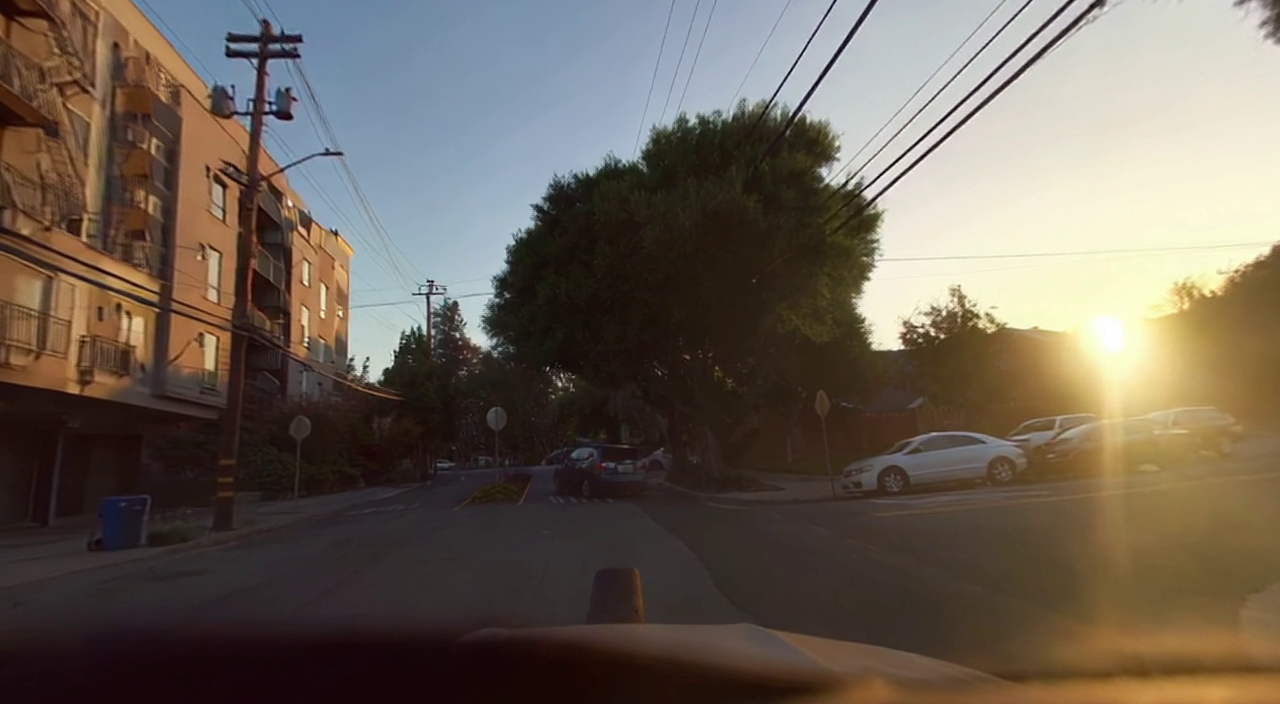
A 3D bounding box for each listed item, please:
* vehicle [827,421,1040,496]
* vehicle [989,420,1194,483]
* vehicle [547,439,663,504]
[{"bbox_3d":[7.953,2.943,17.356,4.877,1.755,1.918,0,-12,-10],"label":"vehicle"},{"bbox_3d":[13.060,2.889,18.389,4.830,1.490,1.878,-1,-10,-11],"label":"vehicle"},{"bbox_3d":[-1.309,3.864,20.952,2.155,1.872,4.790,4,-10,-26],"label":"vehicle"}]
